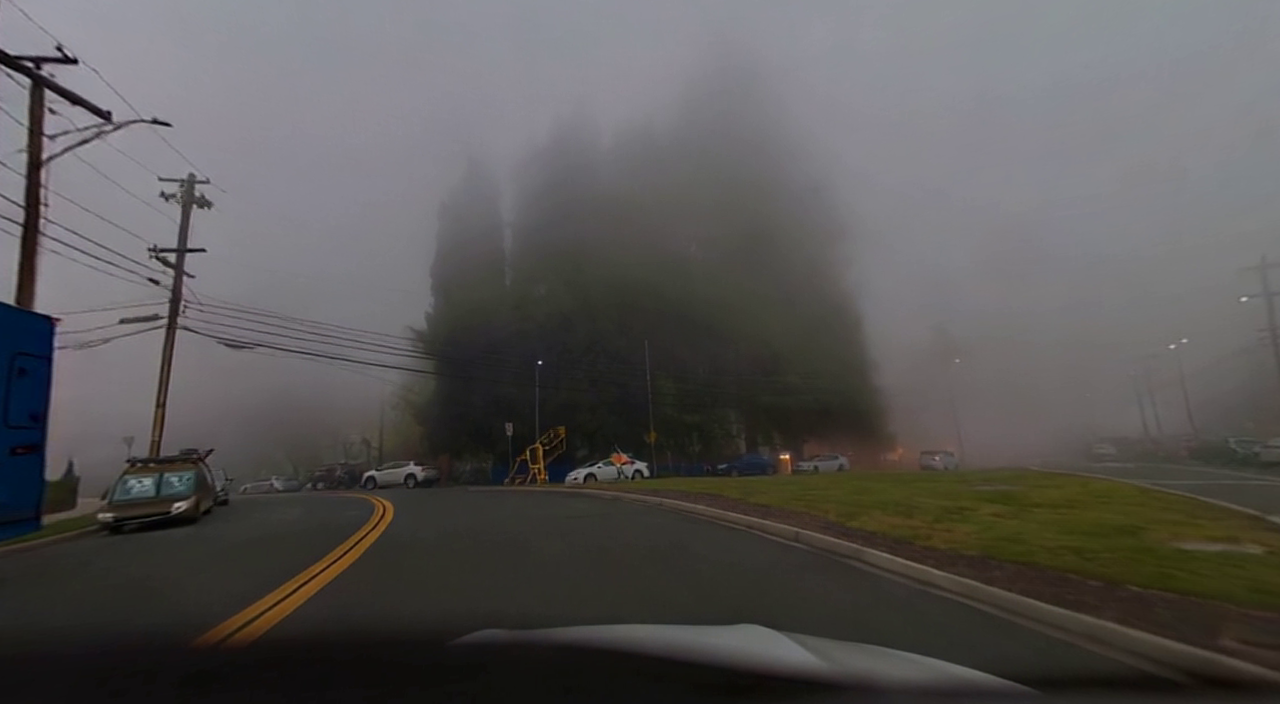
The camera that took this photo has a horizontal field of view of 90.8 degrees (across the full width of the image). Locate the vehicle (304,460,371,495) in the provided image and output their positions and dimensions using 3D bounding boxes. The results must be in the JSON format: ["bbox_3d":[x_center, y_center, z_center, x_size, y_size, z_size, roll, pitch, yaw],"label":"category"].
[{"bbox_3d":[-20.996,8.631,43.756,4.844,1.974,2.092,-5,-7,36],"label":"vehicle"}]

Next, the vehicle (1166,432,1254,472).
[{"bbox_3d":[33.240,5.783,37.031,2.094,1.992,4.941,-4,-6,22],"label":"vehicle"}]

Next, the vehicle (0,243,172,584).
[{"bbox_3d":[-8.202,0.415,4.128,3.216,3.720,11.364,0,-6,-9],"label":"vehicle"}]

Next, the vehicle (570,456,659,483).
[{"bbox_3d":[-1.430,6.750,36.425,4.966,1.377,1.739,-1,-6,4],"label":"vehicle"}]

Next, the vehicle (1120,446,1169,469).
[{"bbox_3d":[38.308,7.994,48.063,1.912,1.455,4.268,-4,-6,25],"label":"vehicle"}]

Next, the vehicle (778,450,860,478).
[{"bbox_3d":[10.751,6.688,37.943,4.461,1.417,1.781,1,-6,-18],"label":"vehicle"}]

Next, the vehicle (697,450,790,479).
[{"bbox_3d":[5.980,6.476,36.601,4.952,1.472,1.837,1,-6,-10],"label":"vehicle"}]

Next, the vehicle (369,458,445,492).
[{"bbox_3d":[-14.643,7.688,39.695,4.586,1.784,1.890,-4,-6,27],"label":"vehicle"}]

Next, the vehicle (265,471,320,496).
[{"bbox_3d":[-25.908,9.746,47.058,4.075,1.482,1.789,-5,-7,32],"label":"vehicle"}]

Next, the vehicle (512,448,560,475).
[{"bbox_3d":[-7.920,8.368,48.535,2.164,1.764,4.492,-2,-6,11],"label":"vehicle"}]

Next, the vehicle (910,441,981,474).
[{"bbox_3d":[20.893,7.144,43.148,4.994,1.898,2.267,3,-7,-38],"label":"vehicle"}]
